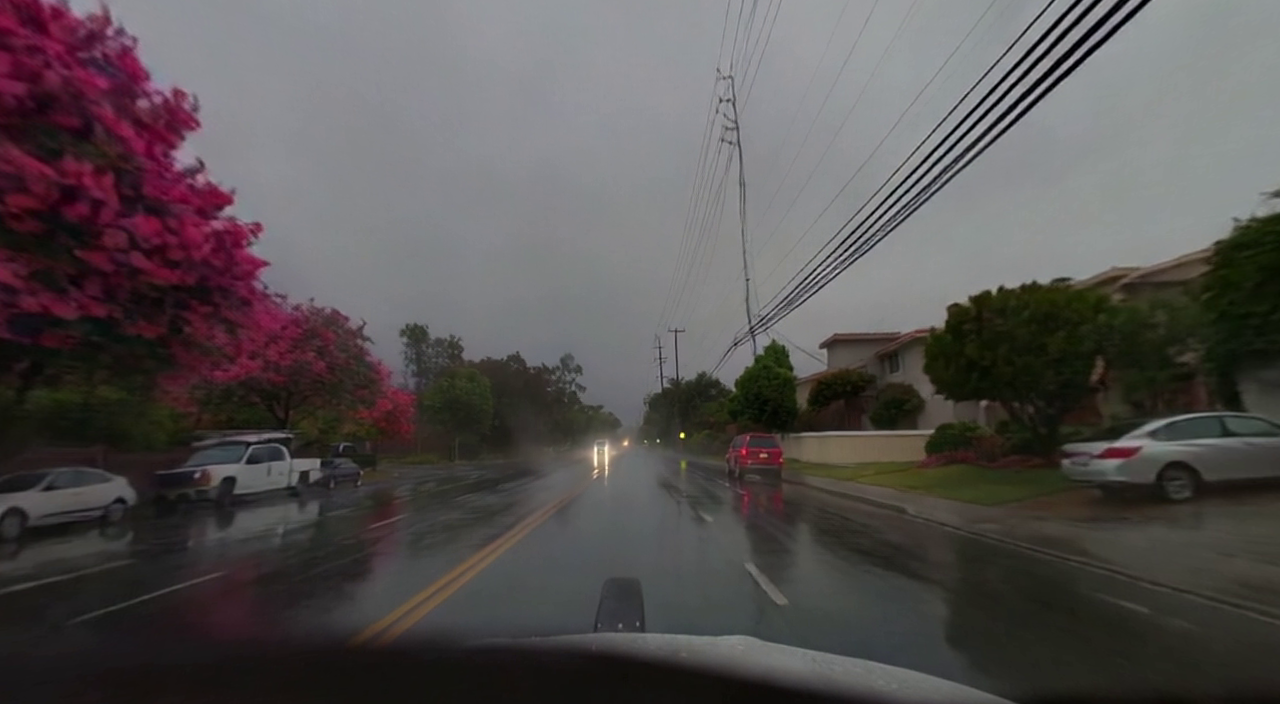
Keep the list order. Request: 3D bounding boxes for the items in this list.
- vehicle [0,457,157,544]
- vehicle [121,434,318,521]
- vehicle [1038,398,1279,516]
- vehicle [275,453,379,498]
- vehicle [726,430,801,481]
[{"bbox_3d":[-13.220,3.085,13.526,2.041,1.573,4.575,0,-8,1],"label":"vehicle"},{"bbox_3d":[-13.018,3.816,20.267,2.331,2.265,5.888,-2,-7,-1],"label":"vehicle"},{"bbox_3d":[10.640,1.935,12.013,4.598,1.892,1.990,-3,-8,3],"label":"vehicle"},{"bbox_3d":[-13.298,5.247,27.247,2.106,1.606,4.804,-1,-8,0],"label":"vehicle"},{"bbox_3d":[5.306,4.524,27.918,2.238,1.995,5.491,0,-8,0],"label":"vehicle"}]
